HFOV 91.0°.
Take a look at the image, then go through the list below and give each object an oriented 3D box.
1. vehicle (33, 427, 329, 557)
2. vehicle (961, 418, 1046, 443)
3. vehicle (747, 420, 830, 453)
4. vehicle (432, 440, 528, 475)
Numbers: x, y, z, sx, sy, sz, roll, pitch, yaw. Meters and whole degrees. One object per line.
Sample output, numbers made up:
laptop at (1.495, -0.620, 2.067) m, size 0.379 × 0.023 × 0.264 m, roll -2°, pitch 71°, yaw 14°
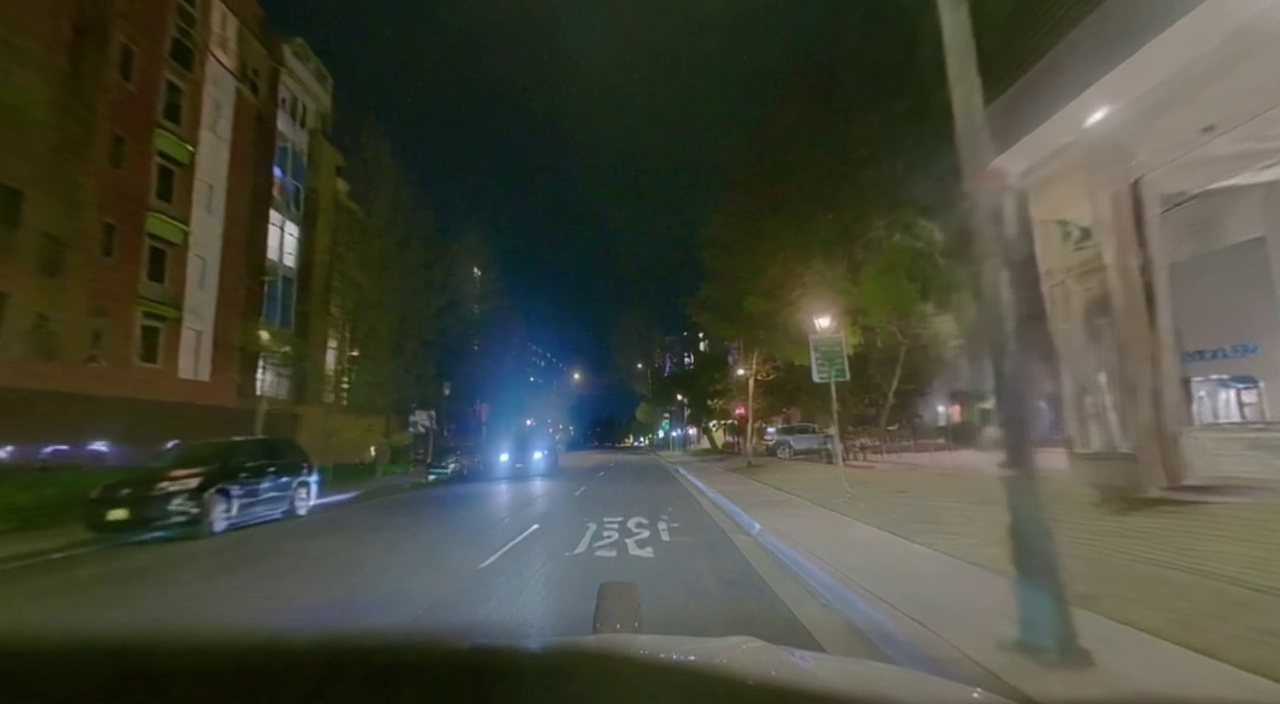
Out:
vehicle at (-7.508, 2.232, 11.020) m, size 1.950 × 1.743 × 4.312 m, roll -2°, pitch -7°, yaw 0°
vehicle at (23.675, 5.151, 41.110) m, size 4.371 × 1.614 × 1.910 m, roll 0°, pitch -8°, yaw -3°
vehicle at (10.843, 6.161, 46.268) m, size 5.453 × 1.794 × 2.011 m, roll -6°, pitch -6°, yaw -1°
vehicle at (-8.764, 5.797, 34.731) m, size 1.879 × 1.543 × 4.778 m, roll -14°, pitch -14°, yaw 43°
